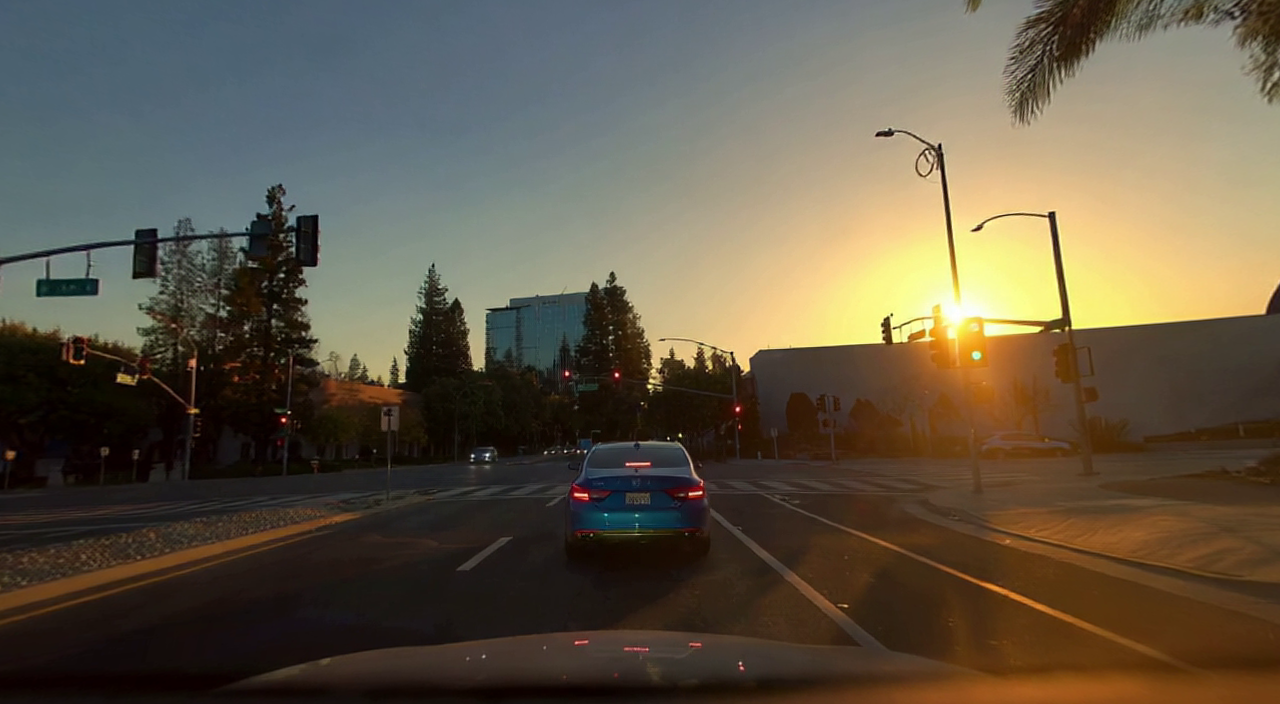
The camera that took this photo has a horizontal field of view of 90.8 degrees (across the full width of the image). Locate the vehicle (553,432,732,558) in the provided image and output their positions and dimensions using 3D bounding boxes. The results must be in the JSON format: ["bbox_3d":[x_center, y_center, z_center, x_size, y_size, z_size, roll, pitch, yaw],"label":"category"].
[{"bbox_3d":[-0.003,1.995,9.508,2.107,1.470,3.974,0,-9,-1],"label":"vehicle"}]
